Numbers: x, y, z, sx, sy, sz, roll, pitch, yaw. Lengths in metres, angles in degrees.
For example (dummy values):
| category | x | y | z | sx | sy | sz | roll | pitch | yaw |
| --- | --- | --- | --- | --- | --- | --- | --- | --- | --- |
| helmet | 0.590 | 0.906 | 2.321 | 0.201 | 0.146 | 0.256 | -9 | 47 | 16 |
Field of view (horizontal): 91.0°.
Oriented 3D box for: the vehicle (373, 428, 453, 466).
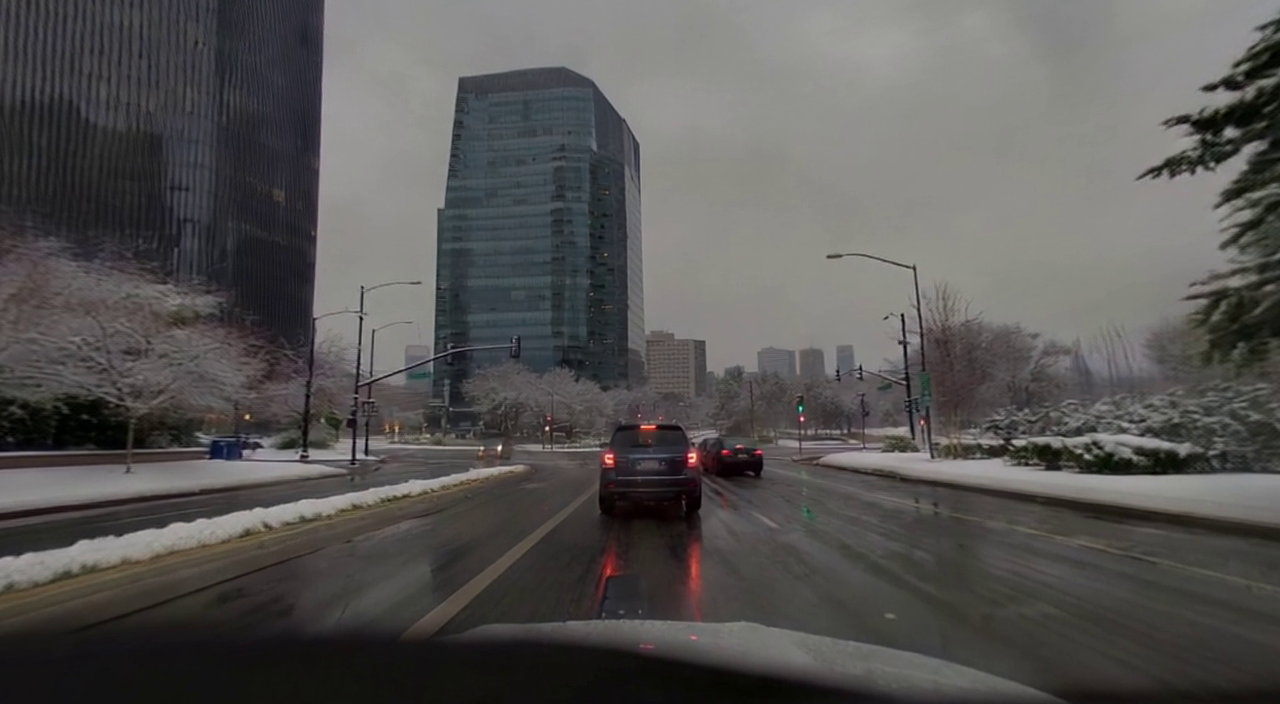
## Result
| category | x | y | z | sx | sy | sz | roll | pitch | yaw |
| --- | --- | --- | --- | --- | --- | --- | --- | --- | --- |
| vehicle | -15.310 | 6.346 | 42.197 | 2.717 | 2.310 | 6.448 | 8 | -11 | -41 |

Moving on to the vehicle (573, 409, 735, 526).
| category | x | y | z | sx | sy | sz | roll | pitch | yaw |
| --- | --- | --- | --- | --- | --- | --- | --- | --- | --- |
| vehicle | 0.237 | 2.219 | 12.518 | 2.601 | 1.878 | 4.535 | 0 | -9 | 0 |
